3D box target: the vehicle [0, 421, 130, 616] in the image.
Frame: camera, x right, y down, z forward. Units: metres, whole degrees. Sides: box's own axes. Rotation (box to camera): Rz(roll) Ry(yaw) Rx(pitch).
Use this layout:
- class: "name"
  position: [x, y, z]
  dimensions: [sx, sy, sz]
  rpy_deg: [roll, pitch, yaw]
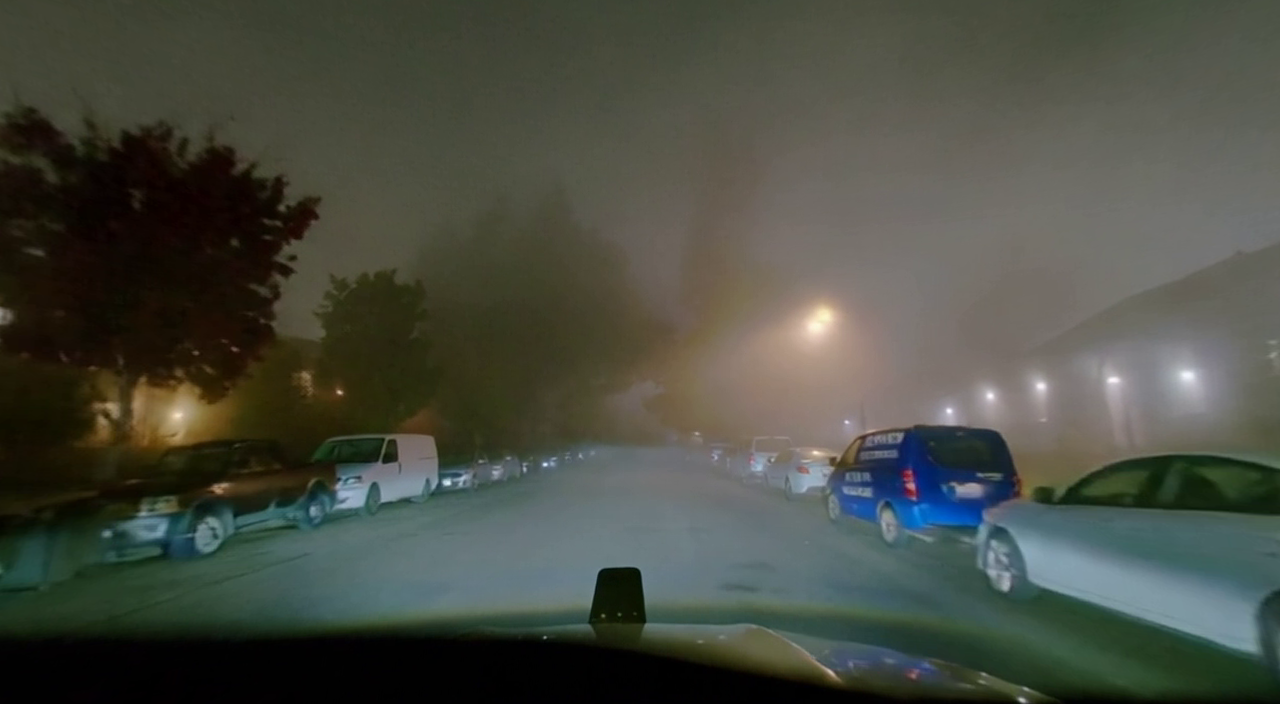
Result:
- class: "vehicle"
  position: [-7.056, 1.323, 4.280]
  dimensions: [1.965, 1.797, 6.086]
  rpy_deg: [-3, -10, 2]

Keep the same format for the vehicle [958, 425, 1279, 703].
- class: "vehicle"
  position: [4.241, 1.236, 4.060]
  dimensions: [1.845, 1.475, 4.997]
  rpy_deg: [0, -9, 1]

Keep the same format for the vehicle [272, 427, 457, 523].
- class: "vehicle"
  position: [-6.760, 3.057, 16.491]
  dimensions: [2.085, 1.997, 5.755]
  rpy_deg: [-2, -8, 2]

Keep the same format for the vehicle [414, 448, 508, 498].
- class: "vehicle"
  position: [-6.312, 4.287, 22.865]
  dimensions: [1.840, 1.476, 4.739]
  rpy_deg: [-2, -8, 3]

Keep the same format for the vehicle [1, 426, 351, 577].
- class: "vehicle"
  position: [-7.056, 2.290, 10.624]
  dimensions: [1.891, 1.780, 5.240]
  rpy_deg: [-3, -9, 1]

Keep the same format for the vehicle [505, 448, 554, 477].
- class: "vehicle"
  position: [-6.282, 6.333, 36.514]
  dimensions: [1.869, 1.467, 4.921]
  rpy_deg: [-1, -9, 1]

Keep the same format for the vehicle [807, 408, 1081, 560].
- class: "vehicle"
  position: [4.369, 1.990, 10.311]
  dimensions: [1.985, 1.819, 5.163]
  rpy_deg: [0, -9, 1]
